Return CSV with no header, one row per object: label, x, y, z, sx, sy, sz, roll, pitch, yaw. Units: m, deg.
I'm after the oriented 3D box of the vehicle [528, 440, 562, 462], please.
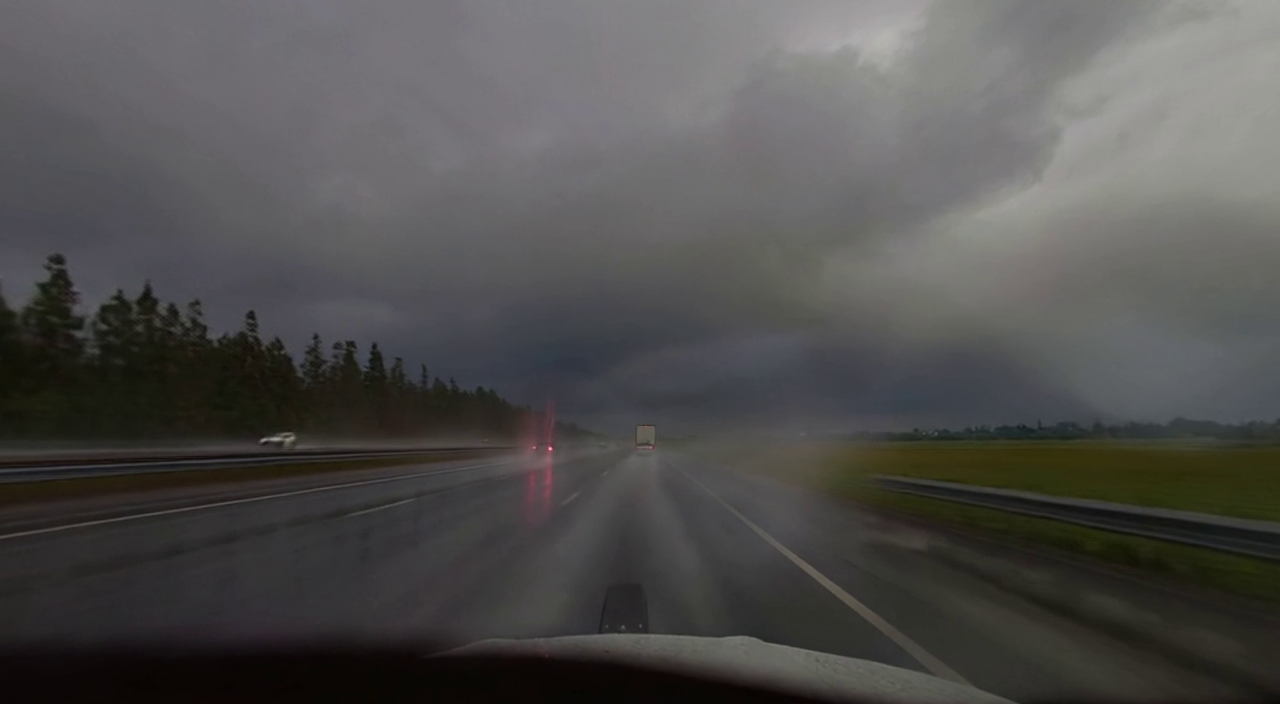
vehicle,-7.240,7.575,48.468,1.972,1.603,3.891,0,-8,1
